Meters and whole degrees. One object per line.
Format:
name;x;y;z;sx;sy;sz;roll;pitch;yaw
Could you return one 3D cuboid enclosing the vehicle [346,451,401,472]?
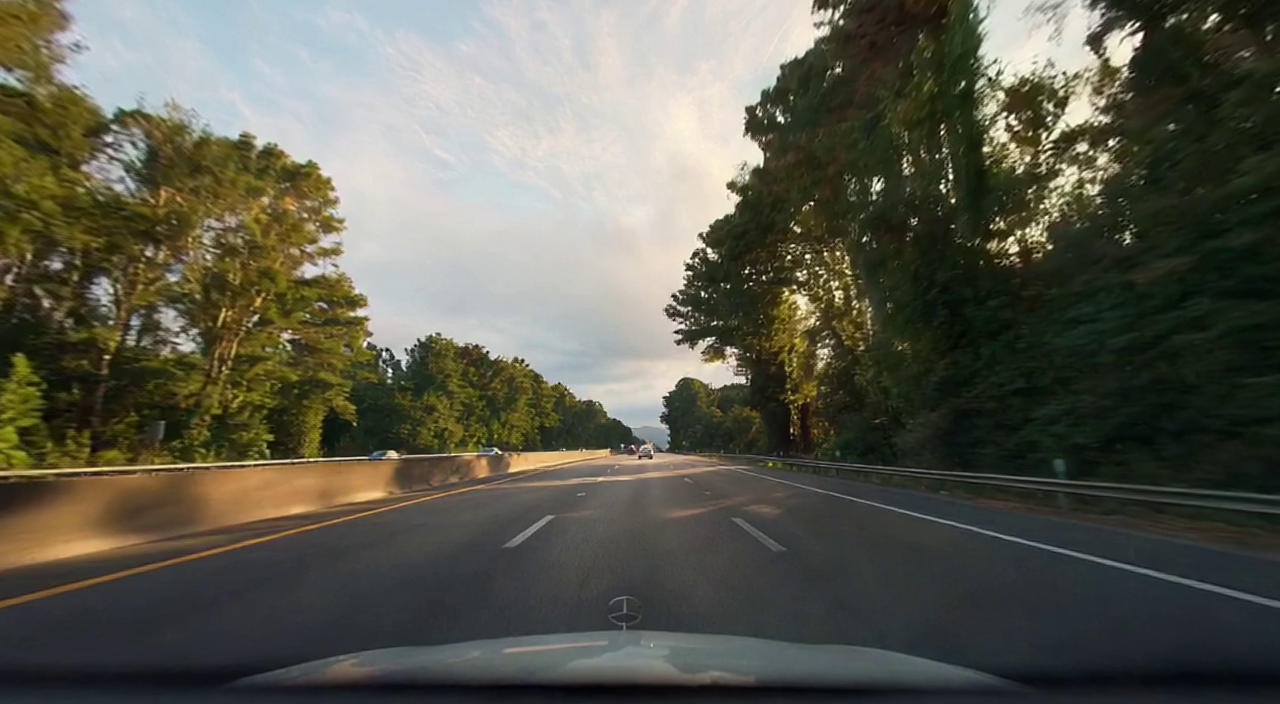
vehicle;-18.561;7.627;44.100;1.789;1.421;4.459;0;-9;1
